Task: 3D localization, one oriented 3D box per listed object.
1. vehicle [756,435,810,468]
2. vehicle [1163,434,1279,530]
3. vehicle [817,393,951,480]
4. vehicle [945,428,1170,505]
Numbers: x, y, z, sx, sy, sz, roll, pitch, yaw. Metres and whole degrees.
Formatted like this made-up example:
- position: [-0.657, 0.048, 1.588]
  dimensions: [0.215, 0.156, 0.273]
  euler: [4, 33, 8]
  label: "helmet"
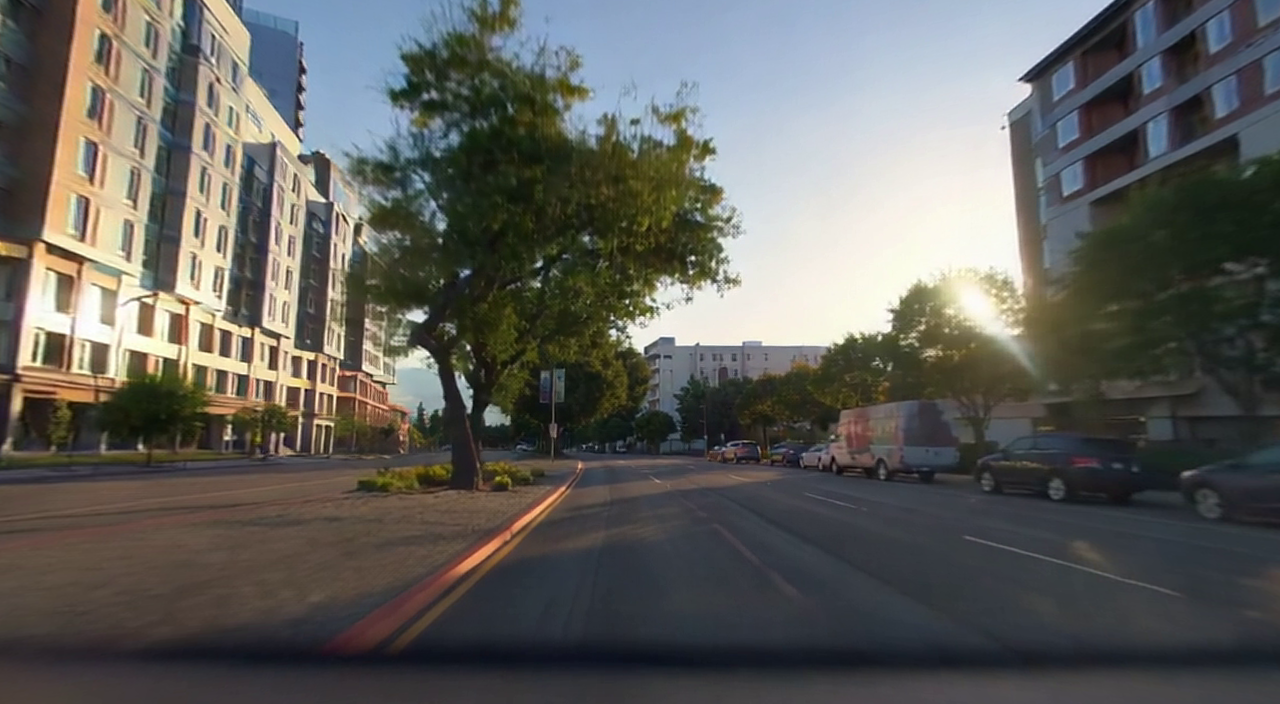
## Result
- position: [9.193, 6.446, 40.979]
  dimensions: [1.916, 1.889, 4.675]
  euler: [4, -9, -6]
  label: "vehicle"
- position: [11.000, 2.025, 9.834]
  dimensions: [1.801, 1.489, 4.339]
  euler: [0, -9, -4]
  label: "vehicle"
- position: [10.116, 3.666, 27.132]
  dimensions: [2.853, 3.253, 6.441]
  euler: [0, -9, -3]
  label: "vehicle"
- position: [10.698, 2.985, 16.962]
  dimensions: [2.050, 1.699, 5.584]
  euler: [0, -9, -2]
  label: "vehicle"
